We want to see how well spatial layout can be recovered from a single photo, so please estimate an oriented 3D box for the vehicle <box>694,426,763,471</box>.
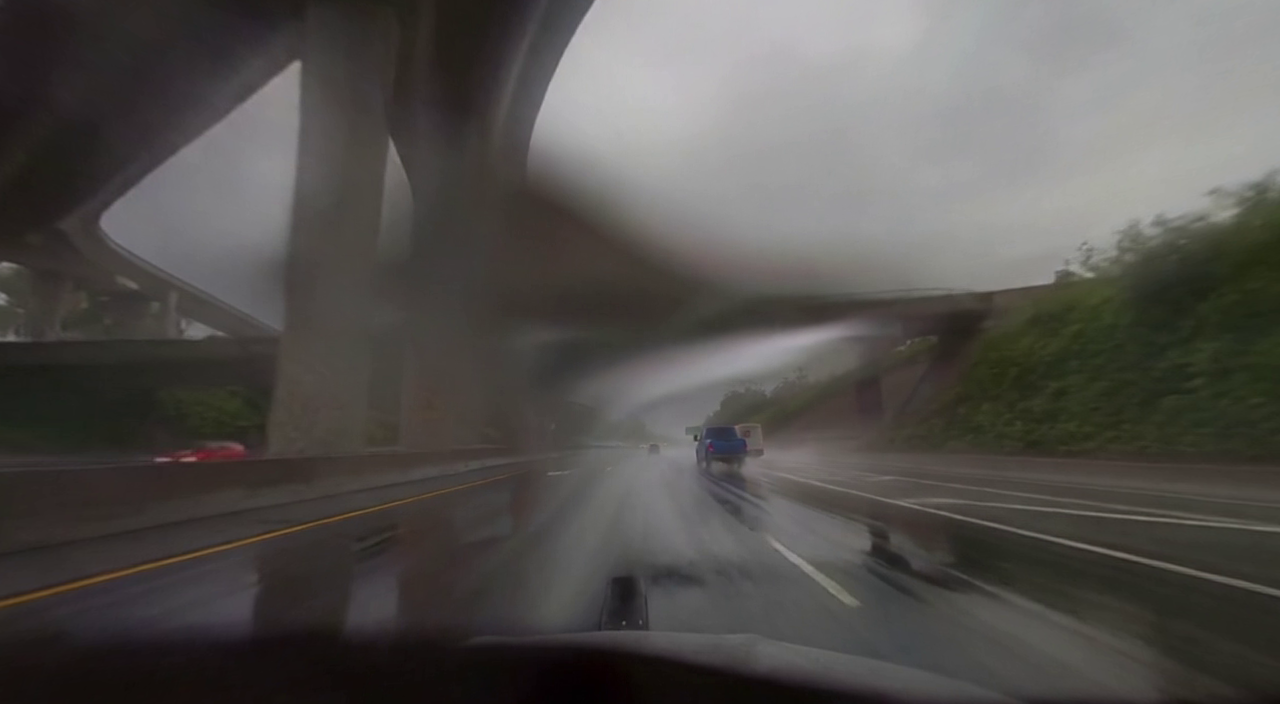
[{"bbox_3d":[4.248,4.777,31.350,2.505,2.020,5.532,0,-8,-1],"label":"vehicle"}]
